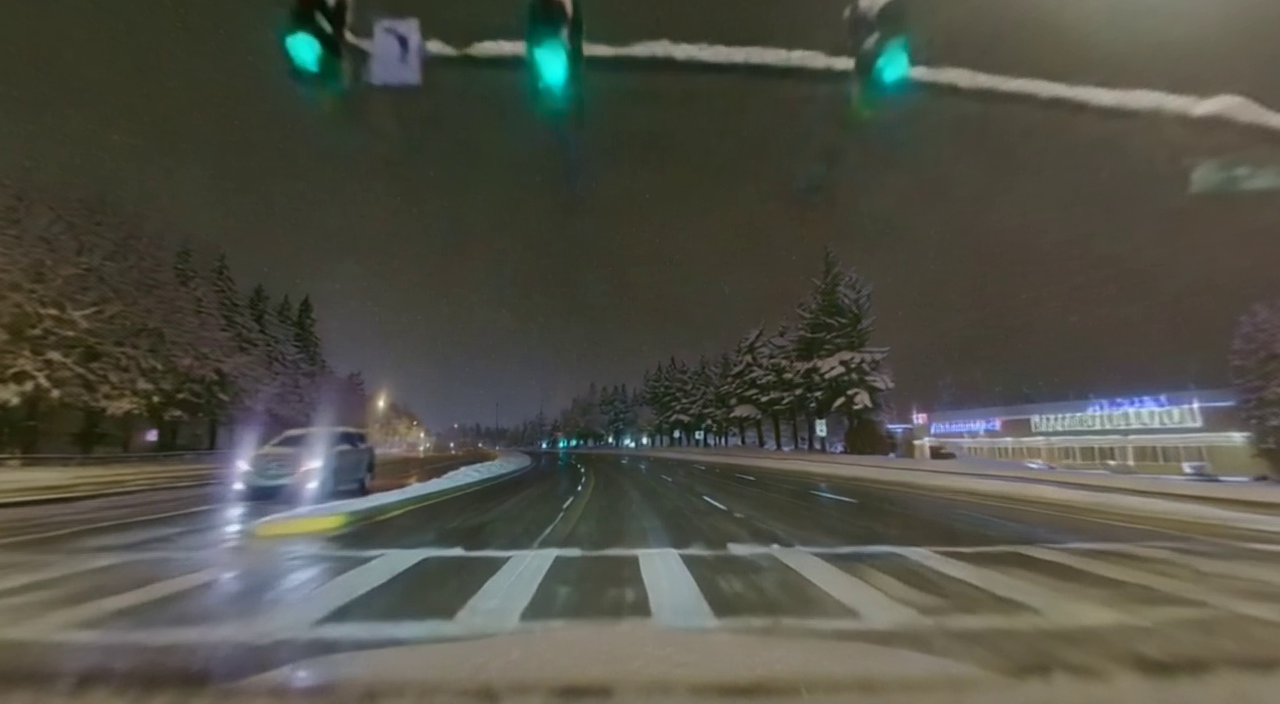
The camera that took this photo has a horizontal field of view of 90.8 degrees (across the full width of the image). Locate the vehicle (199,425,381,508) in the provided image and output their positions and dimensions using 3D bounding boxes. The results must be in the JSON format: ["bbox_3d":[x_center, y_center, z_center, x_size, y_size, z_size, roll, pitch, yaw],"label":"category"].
[{"bbox_3d":[-8.633,2.845,16.204,2.175,1.795,4.640,0,-8,-3],"label":"vehicle"}]
